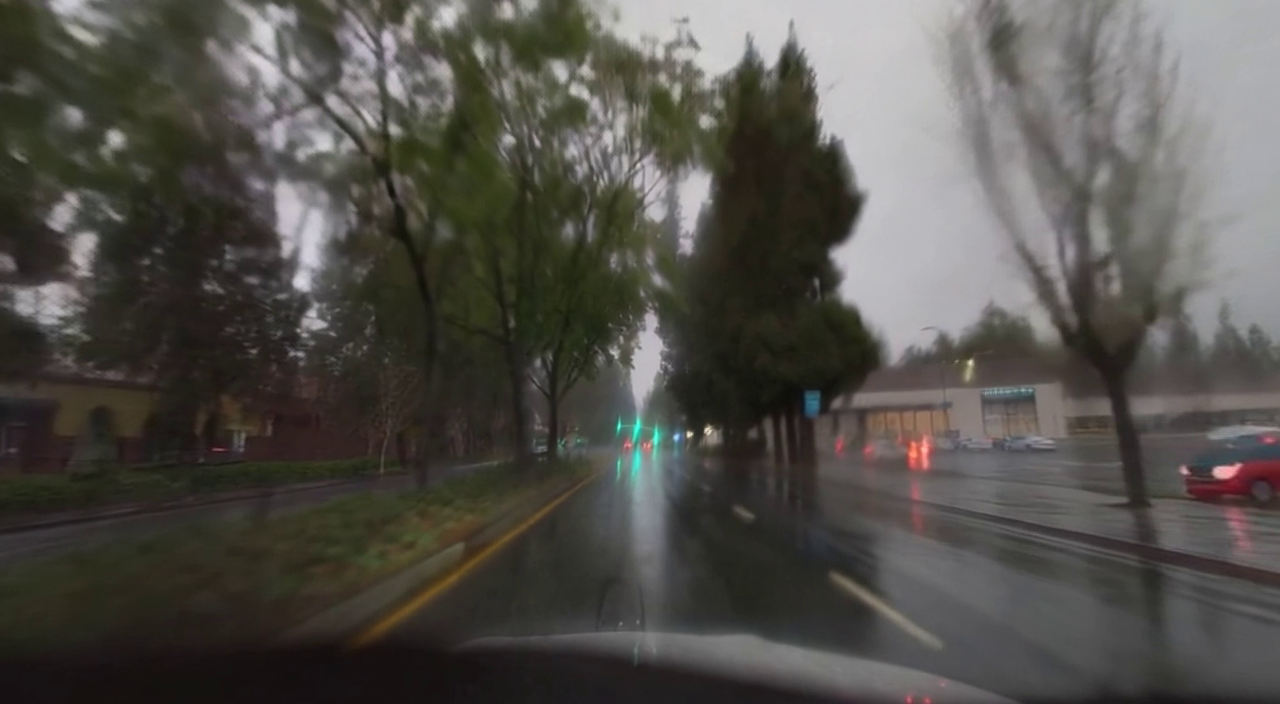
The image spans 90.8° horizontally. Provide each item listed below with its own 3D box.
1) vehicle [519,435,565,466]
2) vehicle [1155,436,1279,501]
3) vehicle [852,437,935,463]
[{"bbox_3d":[-6.768,6.893,44.379,2.437,1.986,5.135,0,-8,0],"label":"vehicle"},{"bbox_3d":[16.785,3.010,16.578,4.665,1.570,2.080,0,-8,0],"label":"vehicle"},{"bbox_3d":[16.162,6.265,40.458,4.421,1.412,1.949,-2,-8,0],"label":"vehicle"}]
